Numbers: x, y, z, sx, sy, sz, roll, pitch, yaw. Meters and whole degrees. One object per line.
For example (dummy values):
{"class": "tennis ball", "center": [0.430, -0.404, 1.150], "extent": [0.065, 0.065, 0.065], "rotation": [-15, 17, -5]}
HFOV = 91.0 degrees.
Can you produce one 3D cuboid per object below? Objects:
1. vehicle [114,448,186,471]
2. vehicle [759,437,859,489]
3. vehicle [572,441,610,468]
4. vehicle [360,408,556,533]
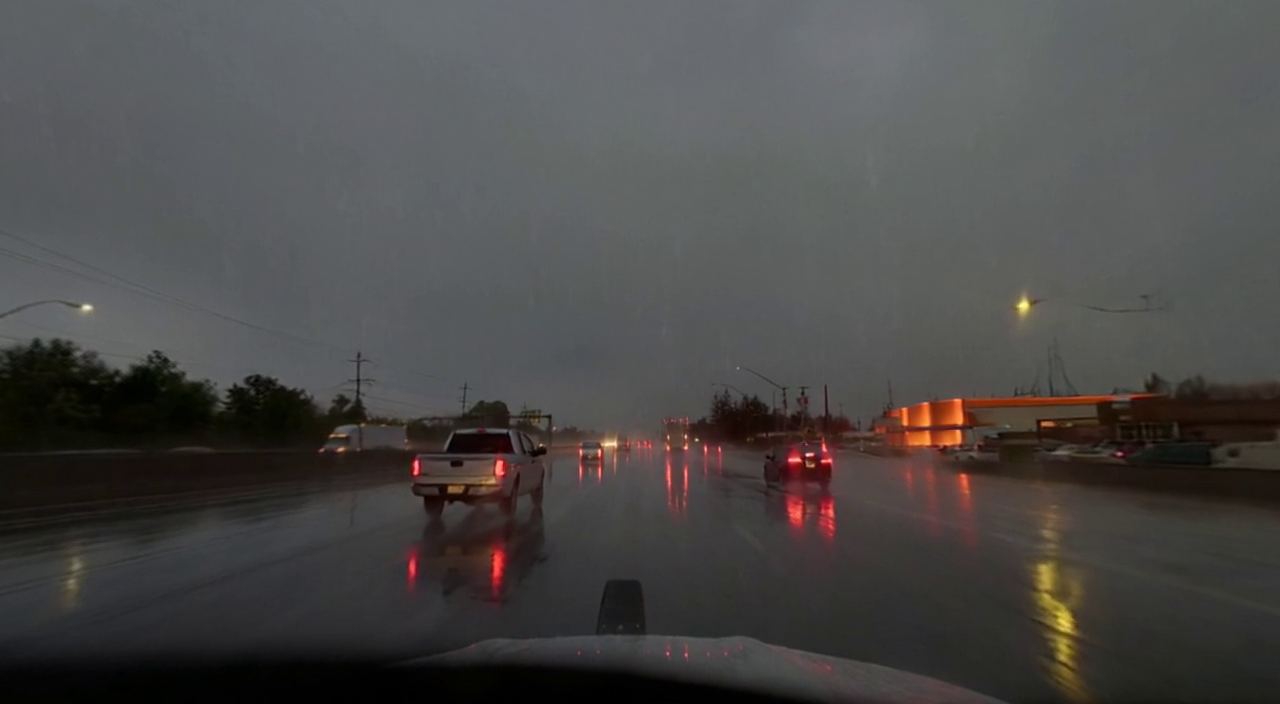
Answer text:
{"class": "vehicle", "center": [-34.954, 7.660, 45.021], "extent": [1.774, 1.527, 3.995], "rotation": [0, -9, 3]}
{"class": "vehicle", "center": [5.382, 3.603, 20.691], "extent": [1.980, 1.501, 4.433], "rotation": [1, -9, -1]}
{"class": "vehicle", "center": [-2.892, 6.138, 37.772], "extent": [1.929, 1.521, 4.097], "rotation": [0, -9, 1]}
{"class": "vehicle", "center": [-2.981, 2.086, 11.586], "extent": [2.130, 1.799, 4.583], "rotation": [0, -9, 1]}
